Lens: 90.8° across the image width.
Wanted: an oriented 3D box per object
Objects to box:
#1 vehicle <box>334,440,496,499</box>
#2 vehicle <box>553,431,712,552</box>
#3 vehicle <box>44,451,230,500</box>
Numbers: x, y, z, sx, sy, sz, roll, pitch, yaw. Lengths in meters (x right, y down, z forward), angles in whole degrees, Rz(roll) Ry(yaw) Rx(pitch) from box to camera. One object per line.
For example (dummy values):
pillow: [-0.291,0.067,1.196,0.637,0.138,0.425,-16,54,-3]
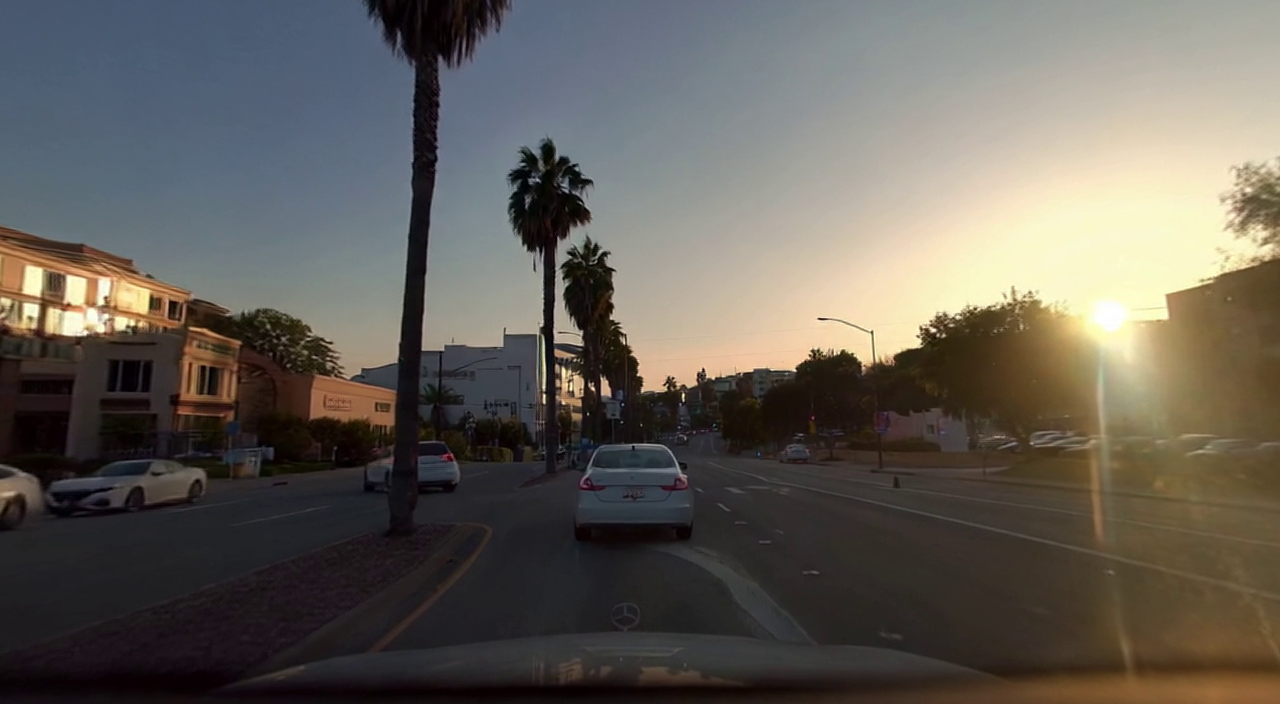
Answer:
vehicle: [-6.671,3.410,18.708,4.457,1.552,2.095,-5,-10,31]
vehicle: [-0.288,2.057,10.106,1.986,1.473,4.382,1,-9,-5]
vehicle: [-16.667,4.076,21.092,4.585,1.479,2.088,-1,-9,5]
